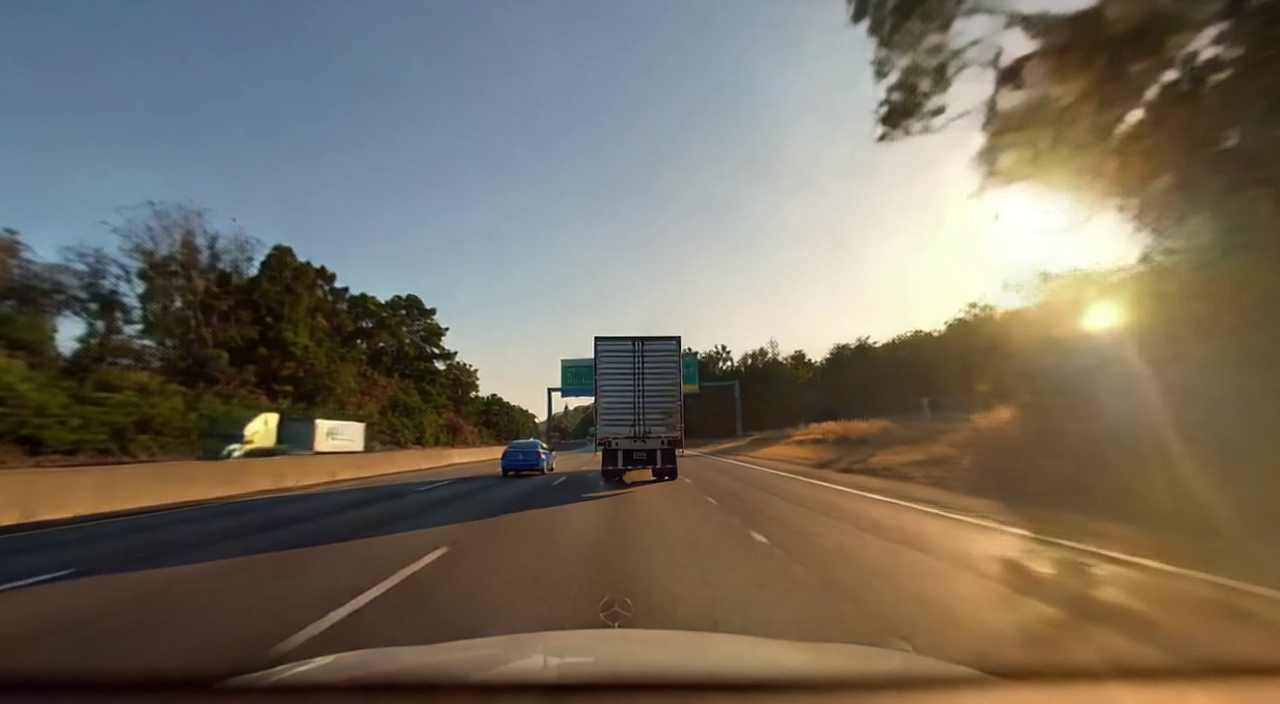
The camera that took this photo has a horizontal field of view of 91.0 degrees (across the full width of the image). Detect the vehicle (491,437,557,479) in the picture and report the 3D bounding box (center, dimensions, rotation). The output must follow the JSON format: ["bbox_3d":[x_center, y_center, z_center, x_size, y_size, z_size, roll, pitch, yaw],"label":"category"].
[{"bbox_3d":[-4.599,4.263,25.557,1.854,1.530,4.268,0,-8,0],"label":"vehicle"}]

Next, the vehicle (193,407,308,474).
[{"bbox_3d":[-24.678,5.657,40.337,3.035,3.916,6.401,-1,-8,1],"label":"vehicle"}]

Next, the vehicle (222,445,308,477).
[{"bbox_3d":[-19.942,5.809,33.745,1.801,1.548,4.633,0,-8,0],"label":"vehicle"}]

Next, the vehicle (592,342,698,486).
[{"bbox_3d":[0.025,2.526,23.605,3.073,4.196,10.546,0,-8,-1],"label":"vehicle"}]
